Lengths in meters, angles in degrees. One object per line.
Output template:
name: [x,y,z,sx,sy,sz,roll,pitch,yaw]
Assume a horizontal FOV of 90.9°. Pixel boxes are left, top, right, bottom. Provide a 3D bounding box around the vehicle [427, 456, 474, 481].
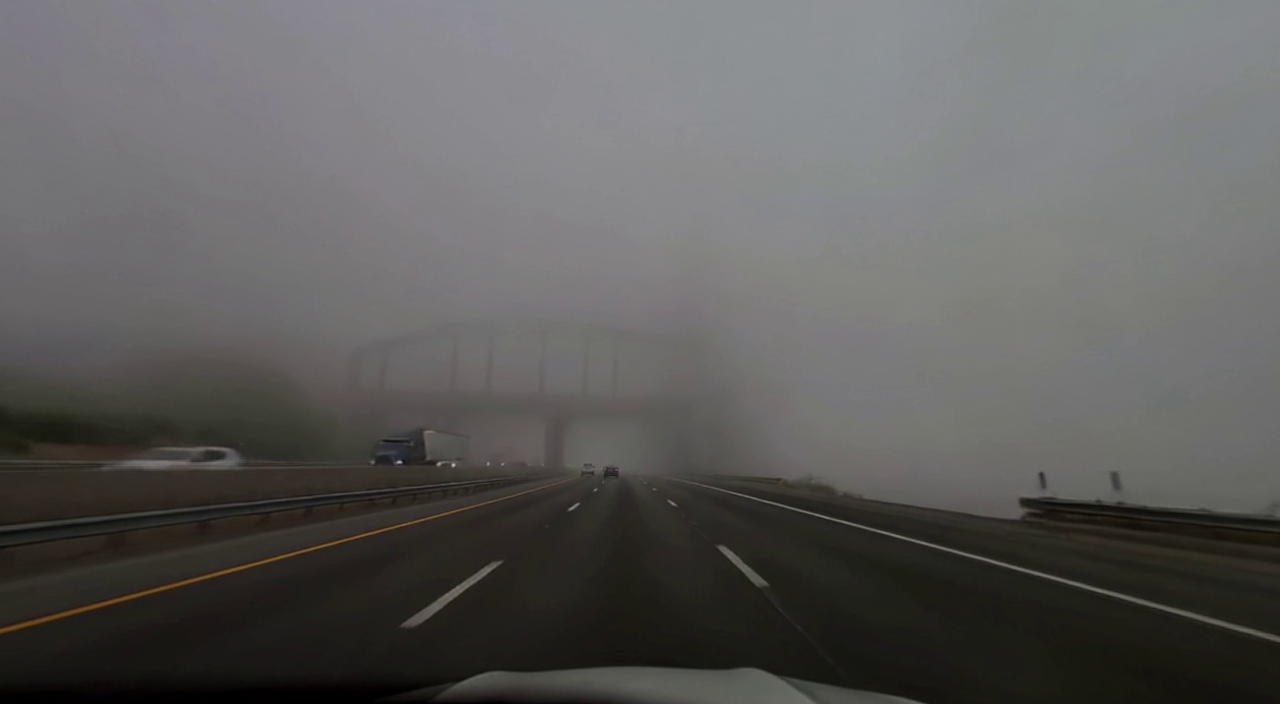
vehicle: [-12.696,7.849,42.505,1.875,1.516,4.293,1,-10,0]
